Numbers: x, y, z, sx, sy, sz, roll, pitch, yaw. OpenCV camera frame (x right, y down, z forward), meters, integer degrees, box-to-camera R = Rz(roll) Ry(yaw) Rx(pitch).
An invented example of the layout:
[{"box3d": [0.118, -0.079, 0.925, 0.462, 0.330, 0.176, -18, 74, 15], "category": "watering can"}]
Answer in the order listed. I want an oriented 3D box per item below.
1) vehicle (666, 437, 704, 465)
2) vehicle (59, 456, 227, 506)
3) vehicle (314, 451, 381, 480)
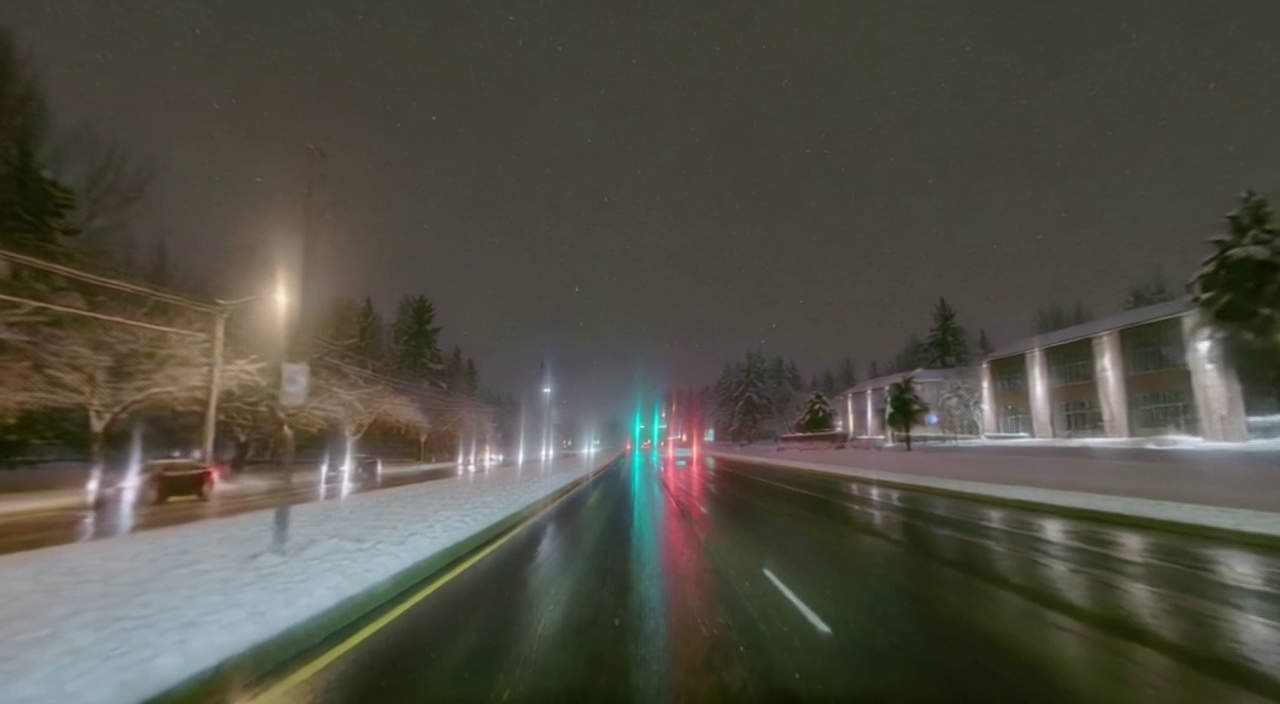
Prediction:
[{"box3d": [3.031, 6.801, 43.615, 2.085, 1.828, 5.383, 0, -8, -1], "category": "vehicle"}, {"box3d": [-16.840, 4.369, 21.819, 1.908, 1.445, 4.730, 0, -8, 1], "category": "vehicle"}, {"box3d": [-16.722, 6.509, 36.326, 1.857, 1.519, 3.969, 0, -8, 1], "category": "vehicle"}]
